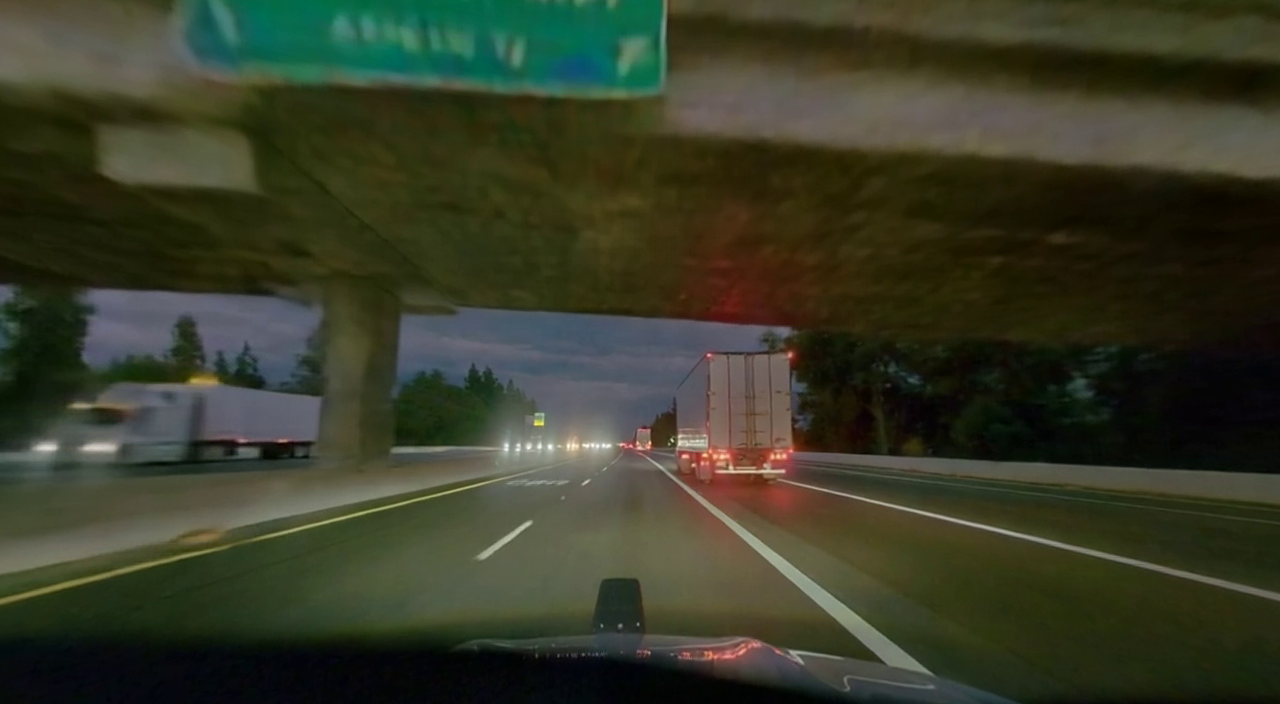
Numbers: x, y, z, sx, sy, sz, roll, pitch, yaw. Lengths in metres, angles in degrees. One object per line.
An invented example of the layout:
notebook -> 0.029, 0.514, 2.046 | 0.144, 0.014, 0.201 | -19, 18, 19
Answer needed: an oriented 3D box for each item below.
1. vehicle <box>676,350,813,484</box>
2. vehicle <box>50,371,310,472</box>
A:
vehicle -> 3.691, 3.091, 27.036 | 3.323, 4.262, 14.056 | 0, -9, -1
vehicle -> -20.184, 3.455, 29.404 | 2.941, 3.718, 12.197 | 0, -9, 0
